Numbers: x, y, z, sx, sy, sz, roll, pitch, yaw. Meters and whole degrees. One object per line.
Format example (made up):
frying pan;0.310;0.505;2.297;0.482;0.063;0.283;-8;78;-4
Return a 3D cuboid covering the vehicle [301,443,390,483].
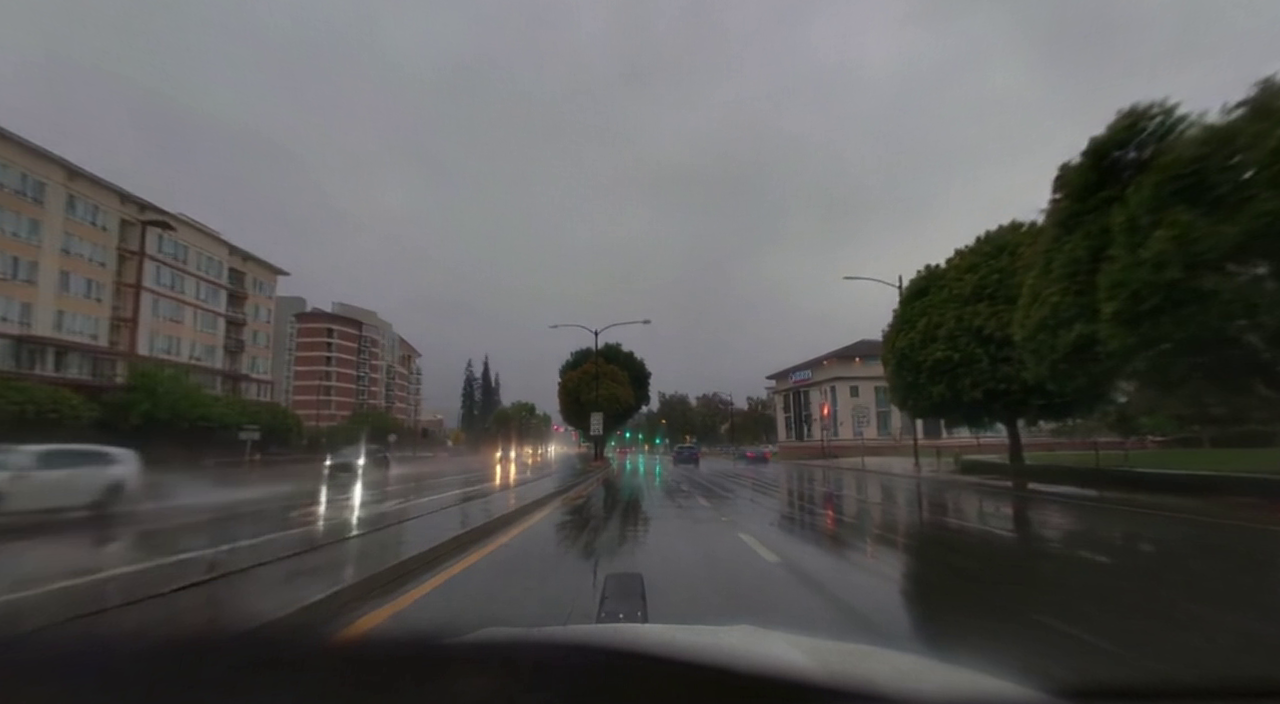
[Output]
vehicle;-13.386;5.064;29.056;1.953;1.688;4.435;0;-9;0

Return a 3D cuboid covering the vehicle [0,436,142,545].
vehicle;-10.060;1.986;9.055;2.012;1.520;4.645;0;-9;1

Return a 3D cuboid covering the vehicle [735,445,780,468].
vehicle;7.561;6.775;41.062;1.932;1.439;4.159;0;-9;-2

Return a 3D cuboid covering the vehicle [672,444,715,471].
vehicle;3.184;6.356;38.317;2.020;1.479;4.650;0;-9;-2
